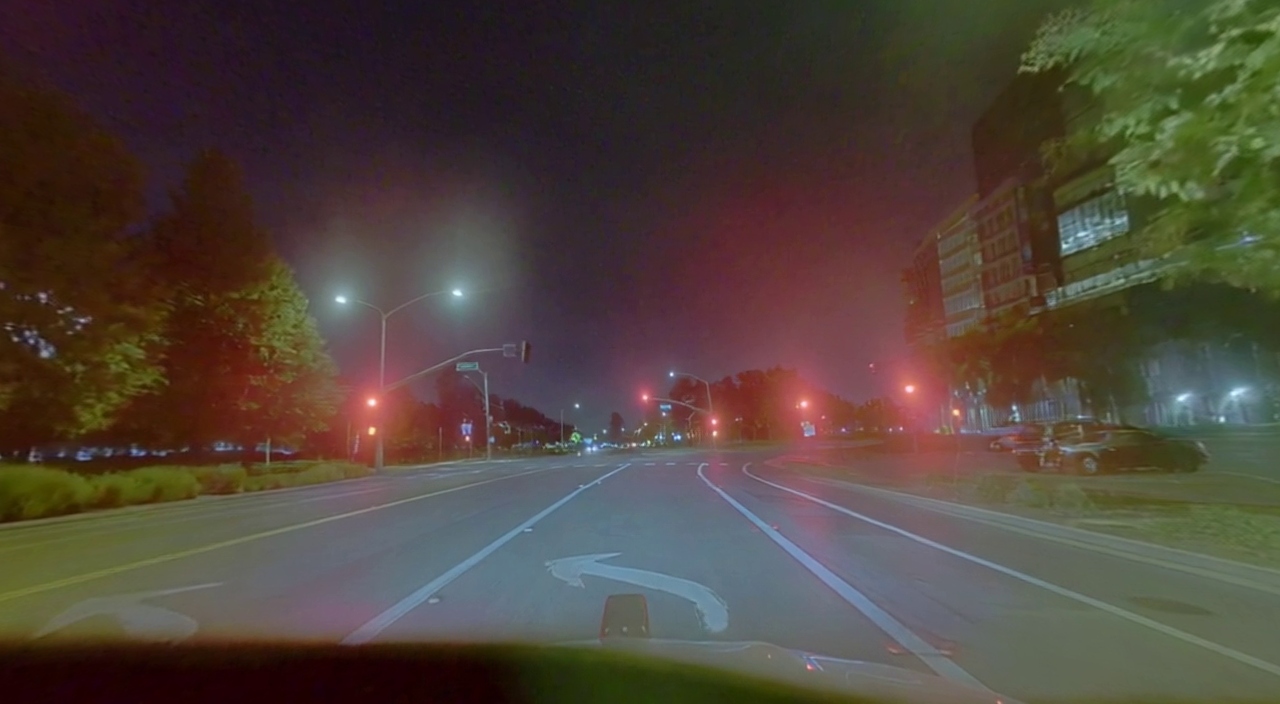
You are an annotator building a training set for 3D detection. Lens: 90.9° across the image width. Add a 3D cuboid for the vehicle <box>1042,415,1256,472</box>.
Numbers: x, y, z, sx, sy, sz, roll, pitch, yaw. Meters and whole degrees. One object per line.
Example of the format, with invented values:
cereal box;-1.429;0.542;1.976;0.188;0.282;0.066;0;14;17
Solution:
vehicle;13.766;2.506;17.249;4.167;1.476;1.871;0;-8;0
